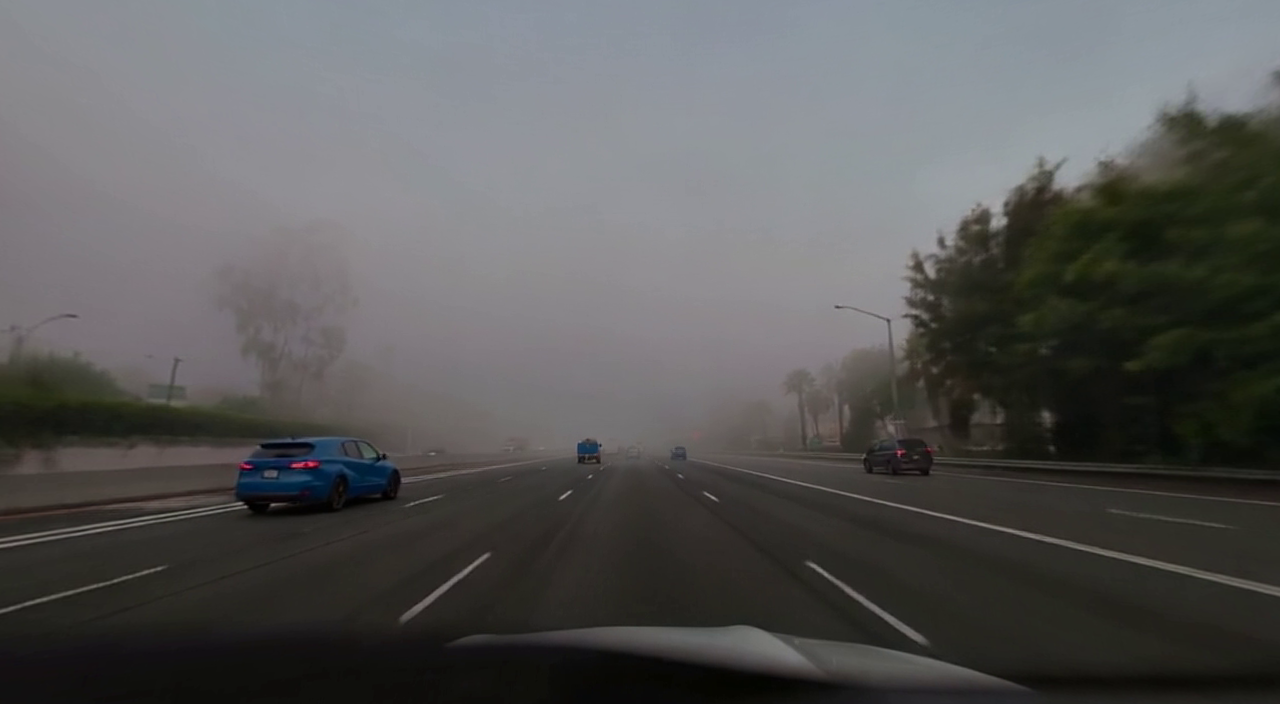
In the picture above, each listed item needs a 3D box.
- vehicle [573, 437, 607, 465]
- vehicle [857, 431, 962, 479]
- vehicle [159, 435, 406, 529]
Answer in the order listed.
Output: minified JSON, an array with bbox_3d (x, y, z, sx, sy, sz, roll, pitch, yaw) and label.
[{"bbox_3d":[-3.788,7.607,48.614,2.225,1.967,4.673,0,-9,-1],"label":"vehicle"},{"bbox_3d":[10.944,4.243,26.095,2.168,1.792,4.457,0,-9,-2],"label":"vehicle"},{"bbox_3d":[-6.657,2.471,12.660,2.018,1.480,4.999,0,-9,0],"label":"vehicle"}]
